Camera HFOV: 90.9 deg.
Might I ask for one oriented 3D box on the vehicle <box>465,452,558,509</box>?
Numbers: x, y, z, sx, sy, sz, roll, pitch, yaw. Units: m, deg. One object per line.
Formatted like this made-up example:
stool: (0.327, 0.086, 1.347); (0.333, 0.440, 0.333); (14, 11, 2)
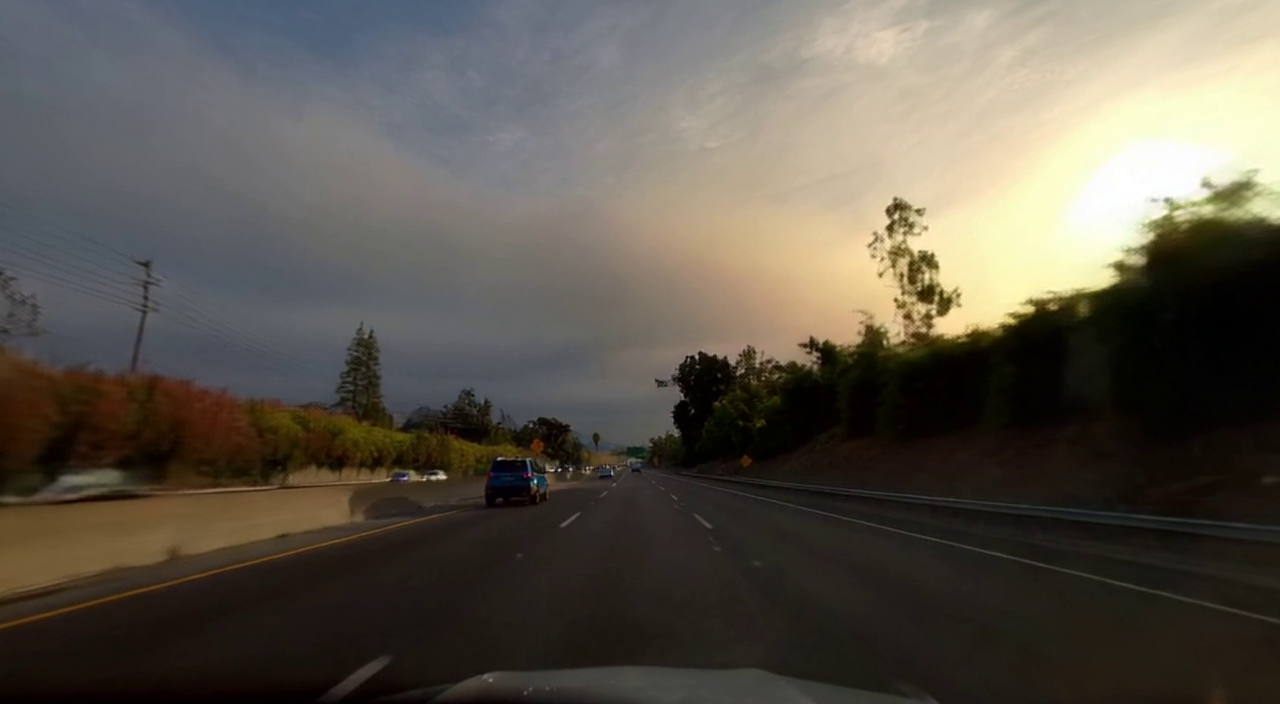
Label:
vehicle: (-4.323, 4.454, 22.068); (2.178, 1.736, 4.847); (1, -10, 0)

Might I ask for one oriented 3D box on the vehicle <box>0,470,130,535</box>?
vehicle: (-15.961, 3.815, 16.266); (1.802, 1.485, 4.492); (1, -10, -1)
